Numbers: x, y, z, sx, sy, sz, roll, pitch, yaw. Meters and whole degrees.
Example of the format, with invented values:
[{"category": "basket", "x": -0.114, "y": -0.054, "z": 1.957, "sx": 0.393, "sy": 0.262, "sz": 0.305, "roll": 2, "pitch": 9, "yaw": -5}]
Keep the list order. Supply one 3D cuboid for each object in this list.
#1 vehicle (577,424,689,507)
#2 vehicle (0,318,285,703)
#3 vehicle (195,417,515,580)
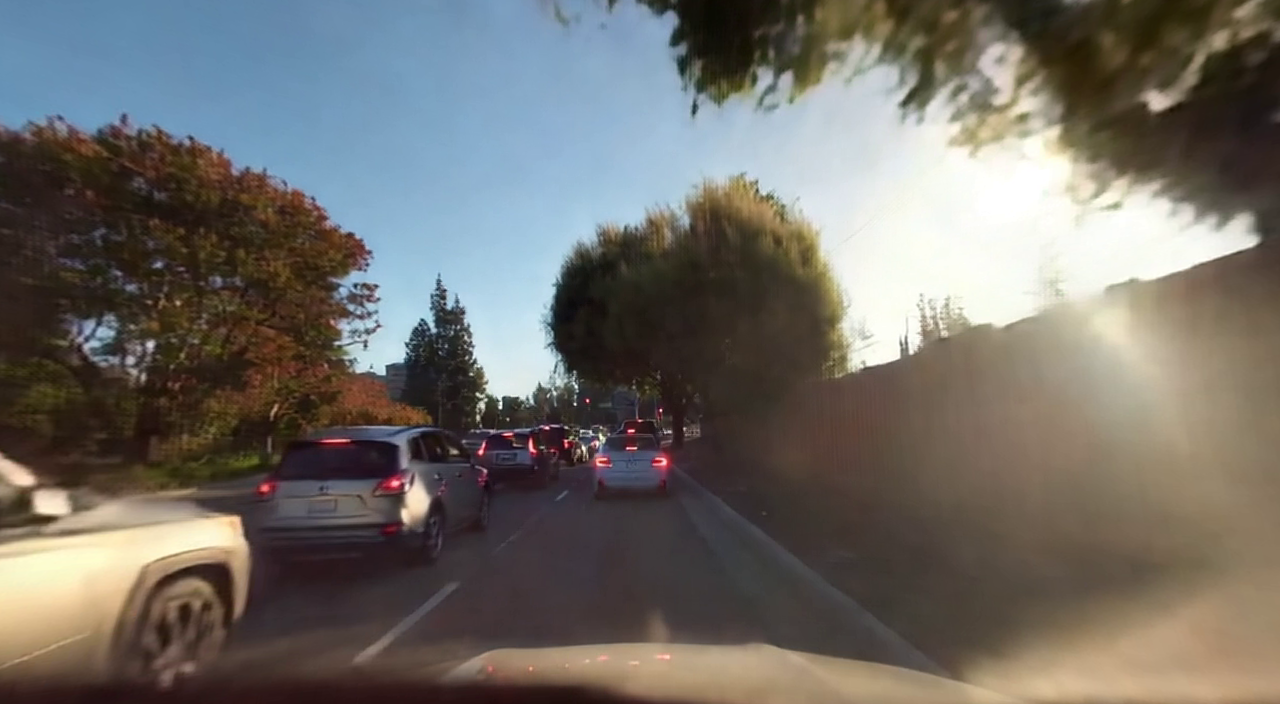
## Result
[{"category": "vehicle", "x": -0.133, "y": 2.309, "z": 13.235, "sx": 1.995, "sy": 1.460, "sz": 3.865, "roll": 0, "pitch": -8, "yaw": 0}, {"category": "vehicle", "x": -3.079, "y": 0.673, "z": 1.414, "sx": 1.999, "sy": 1.727, "sz": 4.340, "roll": 0, "pitch": -8, "yaw": 0}, {"category": "vehicle", "x": -3.154, "y": 1.709, "z": 8.297, "sx": 1.980, "sy": 1.520, "sz": 4.636, "roll": 0, "pitch": -8, "yaw": 1}]
